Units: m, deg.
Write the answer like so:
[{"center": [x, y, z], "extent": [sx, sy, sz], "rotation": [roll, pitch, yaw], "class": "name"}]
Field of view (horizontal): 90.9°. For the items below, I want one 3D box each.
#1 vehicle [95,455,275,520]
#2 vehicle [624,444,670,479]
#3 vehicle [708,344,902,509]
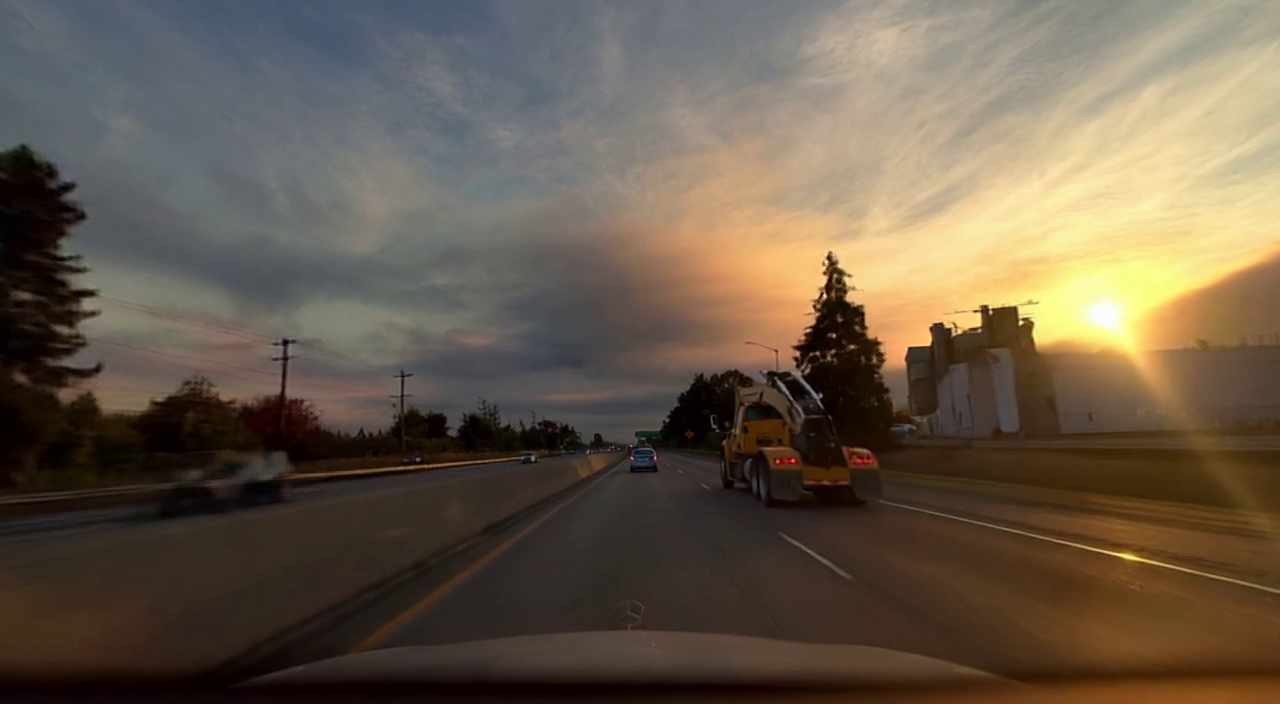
[{"center": [-12.239, 3.622, 17.350], "extent": [1.947, 1.500, 3.999], "rotation": [0, -9, 0], "class": "vehicle"}, {"center": [0.290, 5.160, 29.884], "extent": [2.045, 1.527, 4.023], "rotation": [0, -9, 0], "class": "vehicle"}, {"center": [3.986, 2.198, 17.677], "extent": [3.089, 3.568, 8.101], "rotation": [0, -9, -1], "class": "vehicle"}]
